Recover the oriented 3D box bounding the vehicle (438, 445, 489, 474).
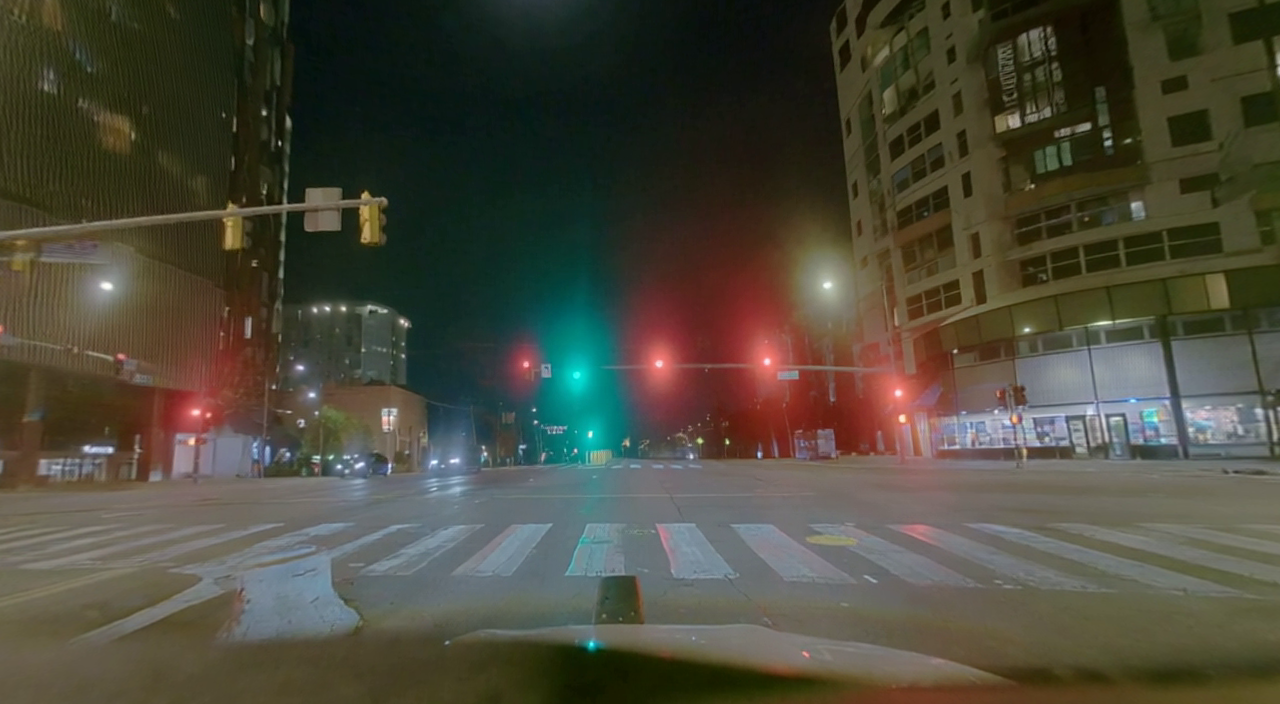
[{"bbox_3d":[-12.194,7.427,43.926,2.151,1.847,4.634,0,-9,1],"label":"vehicle"}]

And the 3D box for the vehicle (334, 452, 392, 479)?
[{"bbox_3d":[-18.867,7.739,43.214,1.933,1.664,4.255,0,-9,1],"label":"vehicle"}]
